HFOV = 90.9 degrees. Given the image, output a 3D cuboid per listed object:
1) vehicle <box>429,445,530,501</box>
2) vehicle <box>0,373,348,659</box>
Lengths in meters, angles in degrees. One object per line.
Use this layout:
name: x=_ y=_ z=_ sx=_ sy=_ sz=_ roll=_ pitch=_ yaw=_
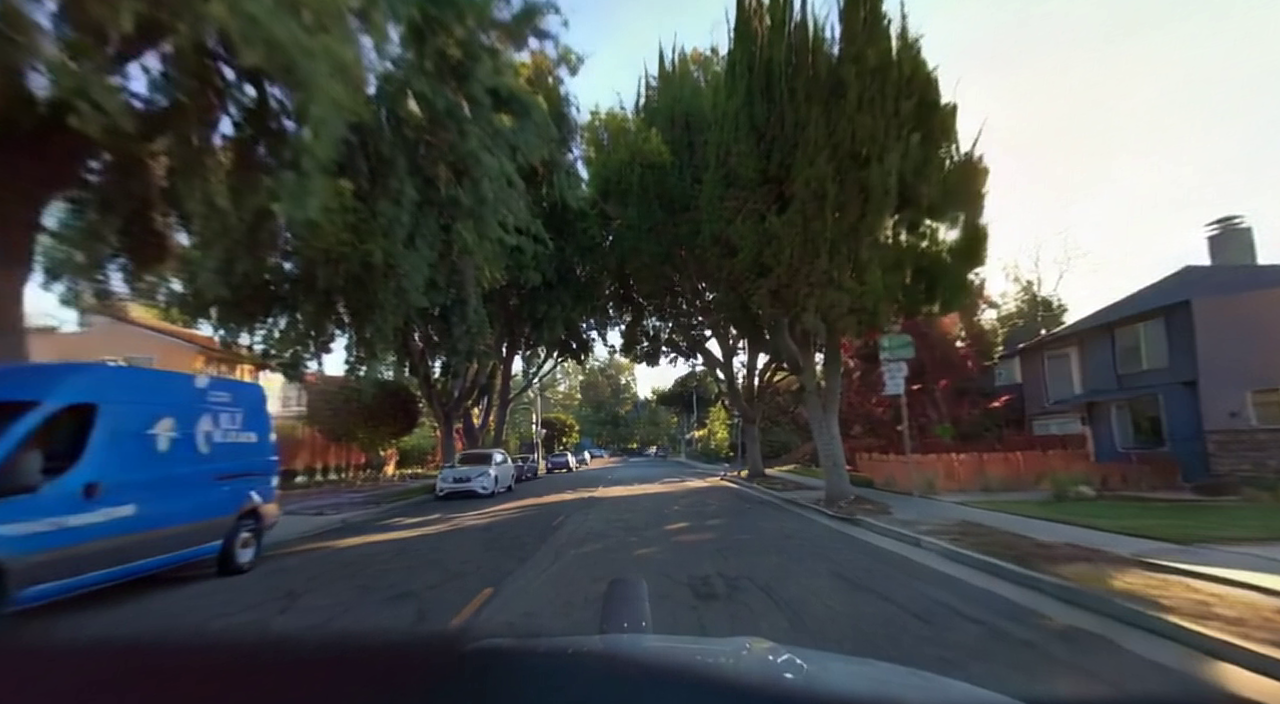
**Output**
vehicle: x=-4.988 y=3.805 z=20.309 sx=2.038 sy=1.571 sz=4.524 roll=0 pitch=-8 yaw=0
vehicle: x=-5.666 y=1.518 z=6.893 sx=2.315 sy=2.008 sz=5.343 roll=0 pitch=-8 yaw=1
